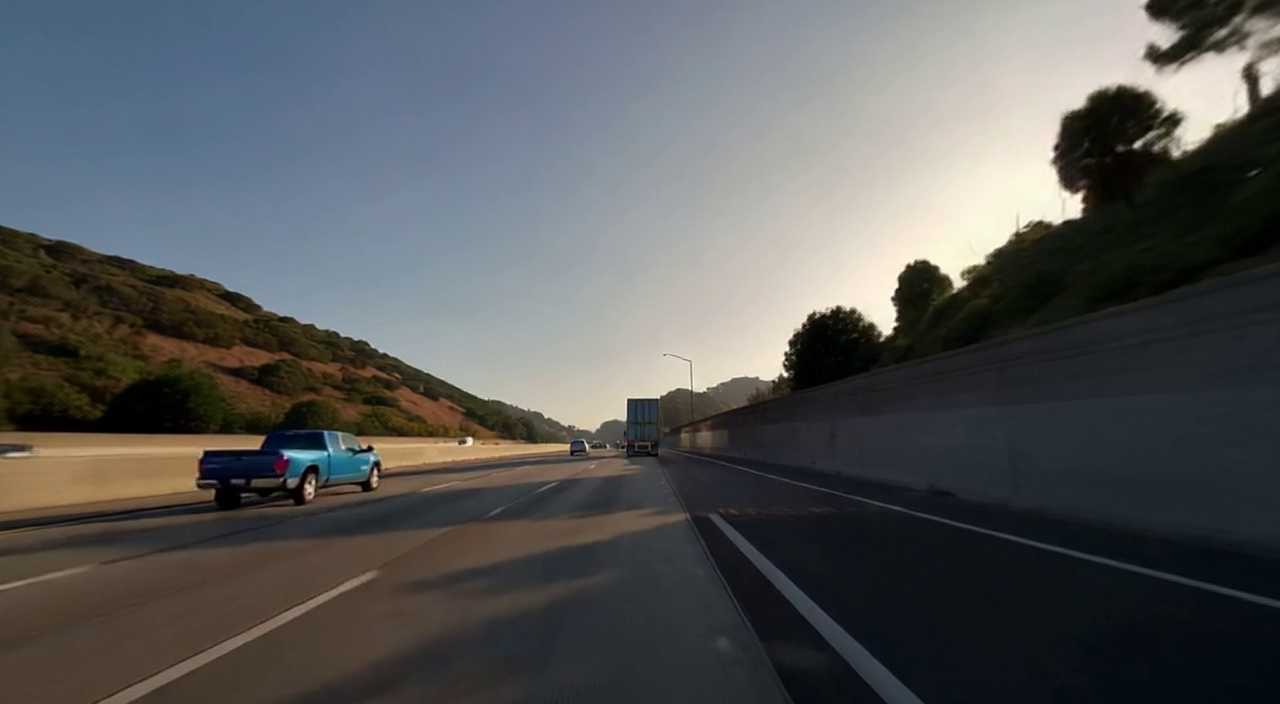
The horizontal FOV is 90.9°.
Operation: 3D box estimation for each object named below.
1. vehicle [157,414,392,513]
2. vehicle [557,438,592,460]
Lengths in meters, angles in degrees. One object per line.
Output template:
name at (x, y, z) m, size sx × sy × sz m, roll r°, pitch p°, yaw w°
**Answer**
vehicle at (-7.865, 2.446, 14.454) m, size 2.113 × 1.837 × 5.339 m, roll 0°, pitch -8°, yaw 1°
vehicle at (-4.526, 6.765, 44.136) m, size 1.983 × 1.508 × 4.060 m, roll 0°, pitch -8°, yaw 1°
